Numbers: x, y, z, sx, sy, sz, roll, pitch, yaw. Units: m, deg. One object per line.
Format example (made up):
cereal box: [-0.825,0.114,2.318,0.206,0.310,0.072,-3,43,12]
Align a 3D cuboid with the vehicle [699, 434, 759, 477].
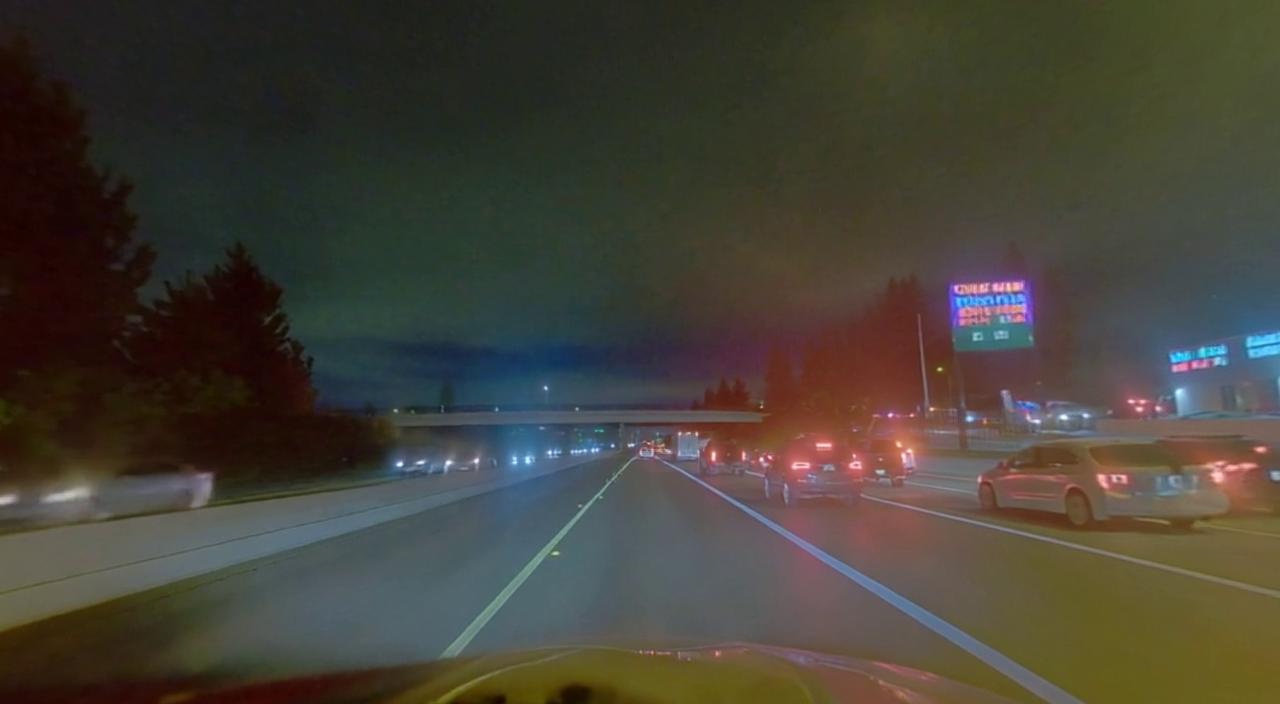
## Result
vehicle: [4.150,4.920,30.245,2.086,1.858,4.737,0,-8,-1]

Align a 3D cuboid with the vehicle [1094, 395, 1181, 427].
vehicle: [33.504,4.046,42.681,2.131,1.840,4.870,-1,-8,4]

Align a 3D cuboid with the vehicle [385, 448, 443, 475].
vehicle: [-15.071,7.284,42.312,1.968,1.663,5.013,0,-8,1]

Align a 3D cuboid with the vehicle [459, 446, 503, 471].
vehicle: [-11.394,7.646,45.601,1.894,1.647,4.514,0,-8,2]

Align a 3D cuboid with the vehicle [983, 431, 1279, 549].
vehicle: [7.751,2.074,10.221,1.919,1.476,4.303,0,-8,0]

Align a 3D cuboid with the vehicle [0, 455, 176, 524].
vehicle: [-14.972,3.519,16.704,1.897,1.497,4.446,0,-8,1]

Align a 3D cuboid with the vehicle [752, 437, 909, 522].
vehicle: [3.805,2.606,13.514,1.902,1.481,4.451,0,-8,-1]
